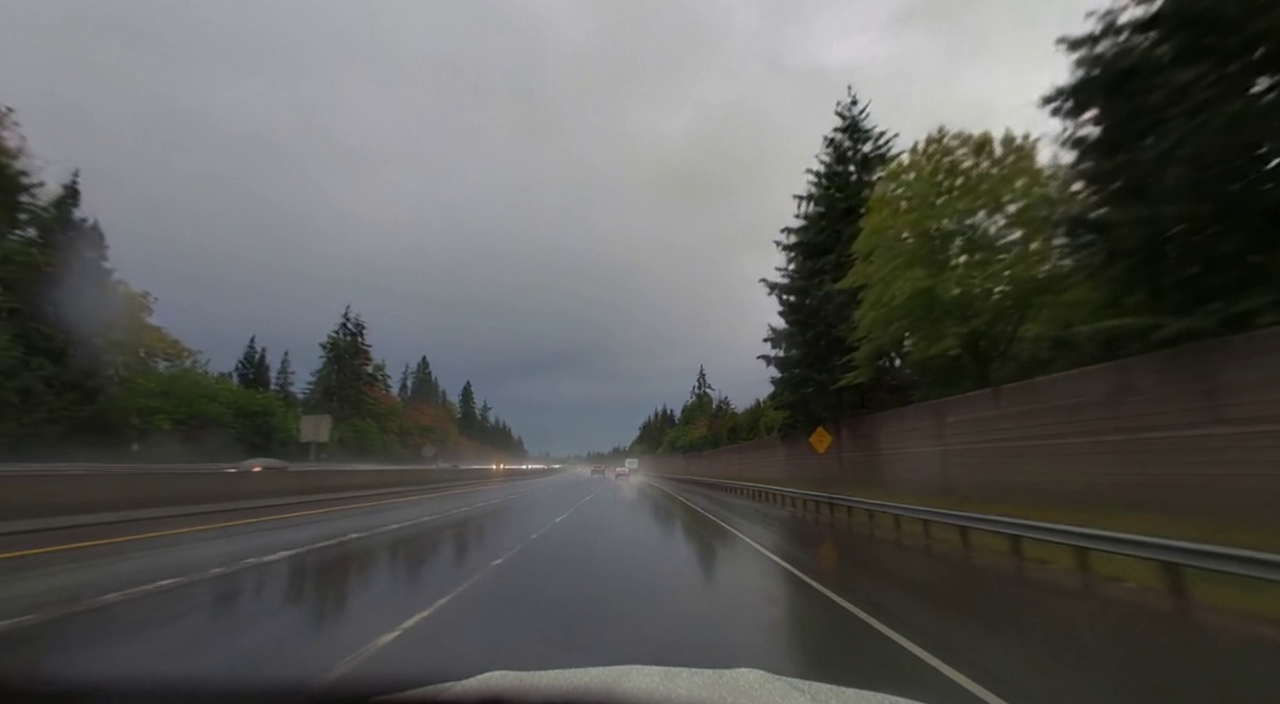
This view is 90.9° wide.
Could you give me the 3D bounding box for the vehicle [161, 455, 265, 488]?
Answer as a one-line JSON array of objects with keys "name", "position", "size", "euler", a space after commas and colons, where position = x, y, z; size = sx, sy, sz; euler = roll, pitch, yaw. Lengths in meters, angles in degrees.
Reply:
[{"name": "vehicle", "position": [-20.594, 5.807, 30.673], "size": [1.799, 1.469, 4.617], "euler": [1, -11, 0]}]
